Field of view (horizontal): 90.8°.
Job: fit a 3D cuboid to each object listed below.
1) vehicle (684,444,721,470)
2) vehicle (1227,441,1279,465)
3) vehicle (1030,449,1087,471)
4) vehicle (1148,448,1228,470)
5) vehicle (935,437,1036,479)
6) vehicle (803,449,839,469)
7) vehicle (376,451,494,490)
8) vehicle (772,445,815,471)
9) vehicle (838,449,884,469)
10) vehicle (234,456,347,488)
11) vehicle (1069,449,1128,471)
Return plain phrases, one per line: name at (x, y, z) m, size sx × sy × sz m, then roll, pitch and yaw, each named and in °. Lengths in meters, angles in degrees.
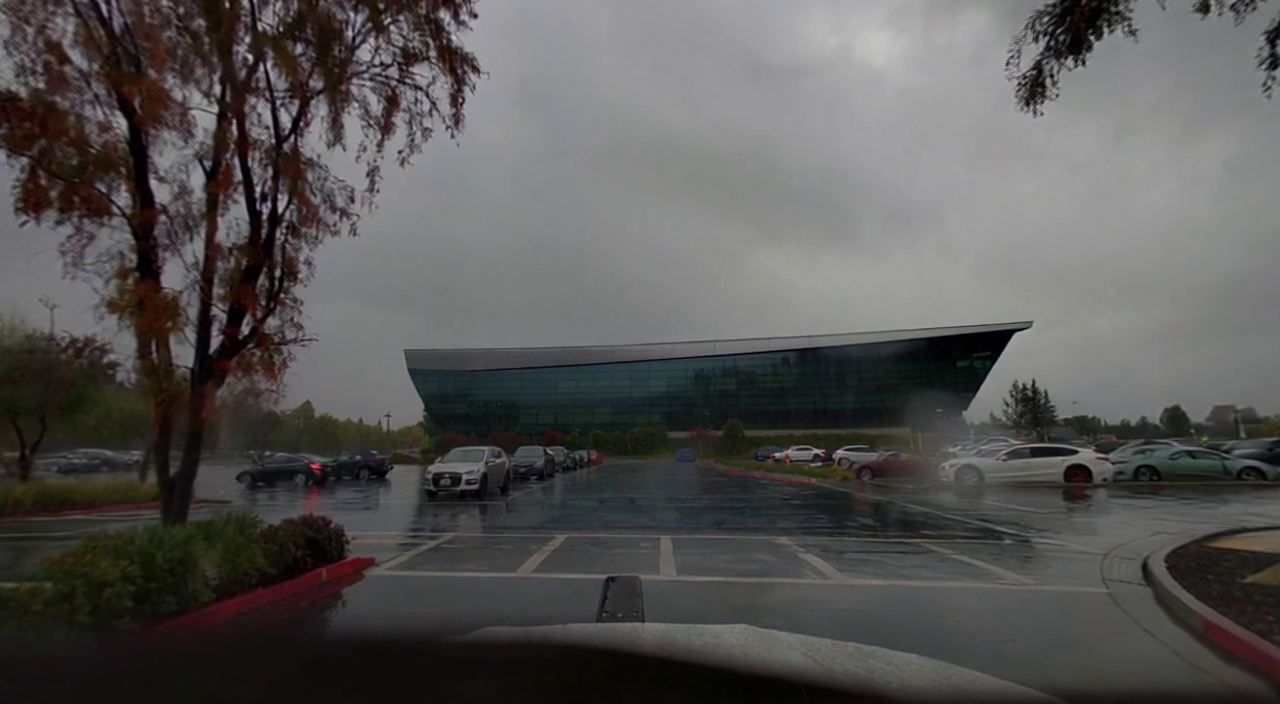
vehicle at (4.610, 7.787, 47.218) m, size 2.262 × 1.794 × 5.331 m, roll 0°, pitch -8°, yaw 1°
vehicle at (43.053, 6.892, 43.049) m, size 1.758 × 1.572 × 4.421 m, roll 0°, pitch -9°, yaw 1°
vehicle at (28.341, 7.317, 42.910) m, size 1.495 × 1.371 × 3.336 m, roll -1°, pitch -9°, yaw -1°
vehicle at (37.013, 7.197, 42.817) m, size 1.678 × 1.423 × 4.191 m, roll 0°, pitch -9°, yaw 0°
vehicle at (16.475, 5.064, 30.482) m, size 2.048 × 1.852 × 4.998 m, roll 0°, pitch -9°, yaw 0°
vehicle at (14.178, 8.347, 49.614) m, size 1.935 × 1.477 × 3.719 m, roll 0°, pitch -9°, yaw 3°
vehicle at (-8.701, 4.995, 26.879) m, size 4.442 × 1.504 × 1.809 m, roll 5°, pitch -10°, yaw -28°
vehicle at (10.530, 7.267, 43.661) m, size 1.936 × 1.673 × 4.305 m, roll 0°, pitch -8°, yaw 0°
vehicle at (17.076, 8.260, 49.005) m, size 1.971 × 1.478 × 4.477 m, roll 0°, pitch -9°, yaw 1°
vehicle at (-16.708, 5.722, 30.336) m, size 4.331 × 1.437 × 1.876 m, roll 0°, pitch -9°, yaw 3°
vehicle at (31.322, 7.364, 43.265) m, size 1.519 × 1.371 × 3.278 m, roll 0°, pitch -9°, yaw 0°
